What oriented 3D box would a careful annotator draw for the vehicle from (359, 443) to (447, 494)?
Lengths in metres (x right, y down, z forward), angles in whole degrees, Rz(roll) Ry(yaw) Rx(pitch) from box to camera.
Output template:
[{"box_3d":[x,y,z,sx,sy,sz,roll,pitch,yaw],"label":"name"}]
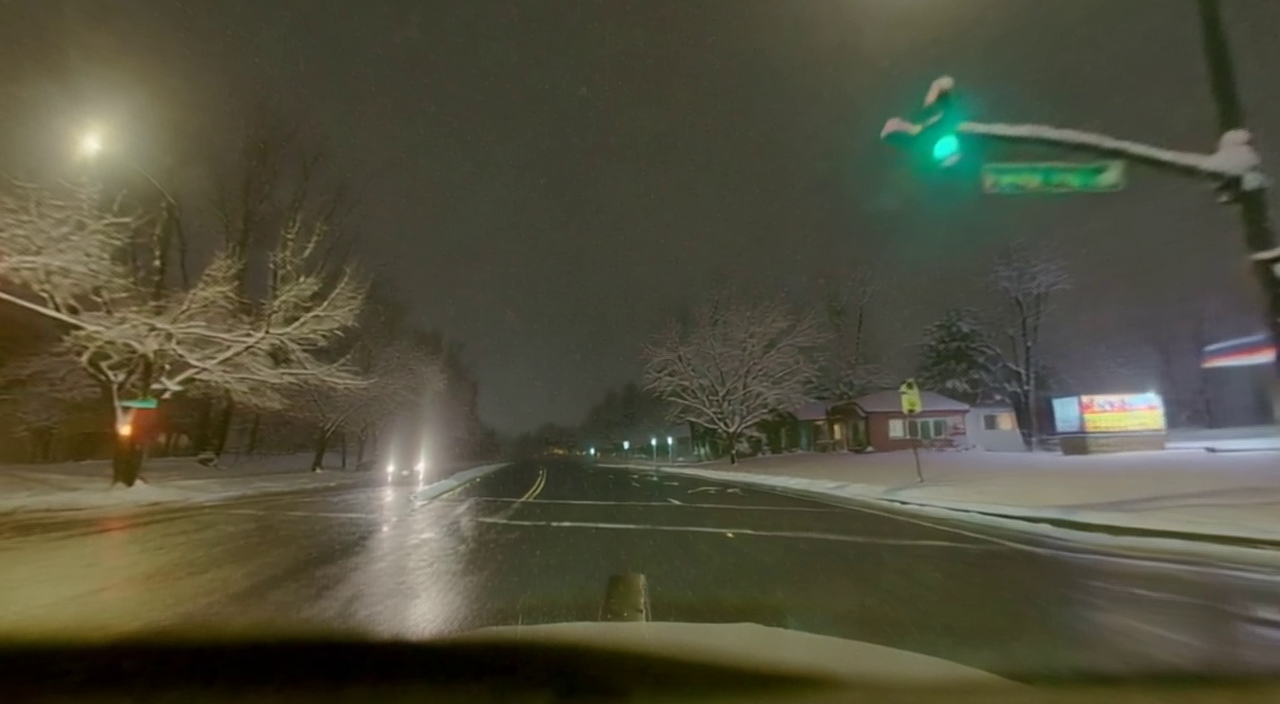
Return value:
[{"box_3d":[-8.625,4.241,23.389,2.048,1.670,4.450,0,-9,-7],"label":"vehicle"}]
